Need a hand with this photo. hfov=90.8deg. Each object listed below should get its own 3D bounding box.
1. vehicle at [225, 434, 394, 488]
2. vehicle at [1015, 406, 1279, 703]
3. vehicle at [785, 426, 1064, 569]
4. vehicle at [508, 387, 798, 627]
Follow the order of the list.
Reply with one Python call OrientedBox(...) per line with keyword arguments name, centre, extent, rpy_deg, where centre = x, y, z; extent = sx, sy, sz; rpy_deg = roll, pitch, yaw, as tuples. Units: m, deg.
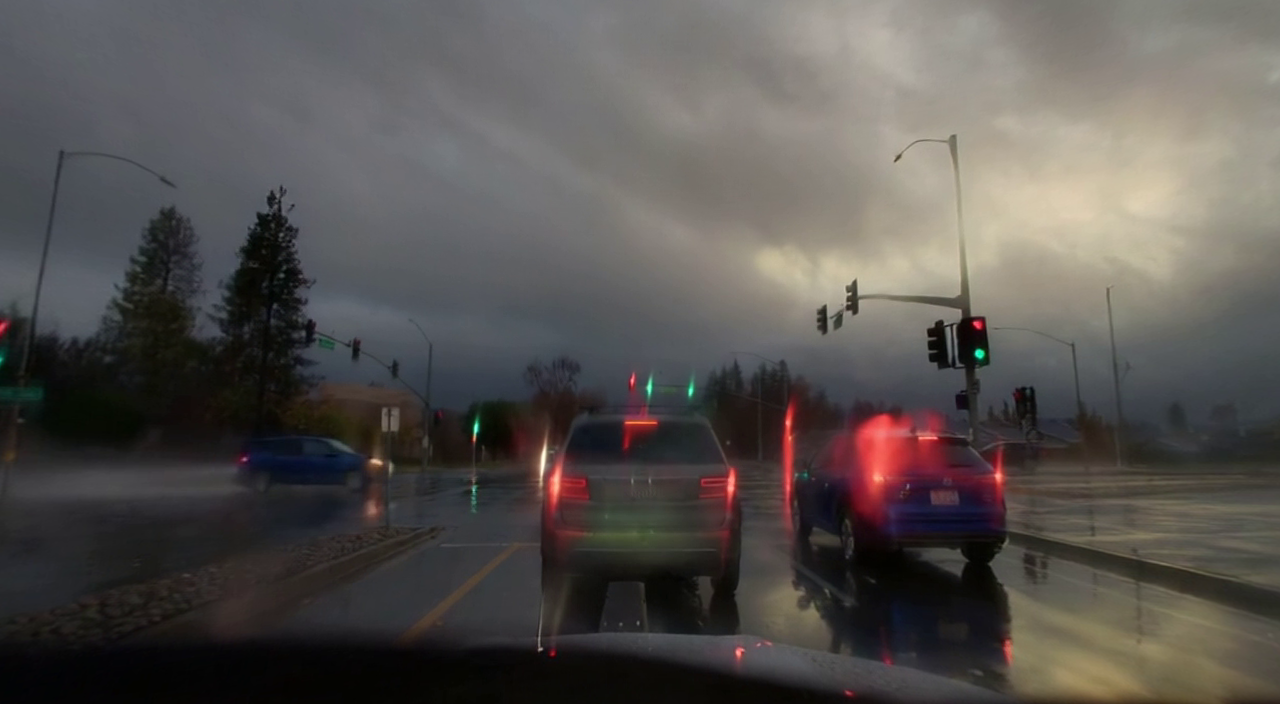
OrientedBox(name="vehicle", centre=(-11.375, 3.770, 22.012), extent=(4.687, 1.791, 2.044), rpy_deg=(0, -8, 0))
OrientedBox(name="vehicle", centre=(3.157, 0.815, 1.427), extent=(1.924, 1.466, 4.461), rpy_deg=(0, -8, 1))
OrientedBox(name="vehicle", centre=(3.512, 1.858, 8.864), extent=(1.861, 1.495, 4.215), rpy_deg=(0, -8, -1))
OrientedBox(name="vehicle", centre=(0.092, 1.494, 7.059), extent=(2.170, 1.793, 4.468), rpy_deg=(0, -8, 0))
